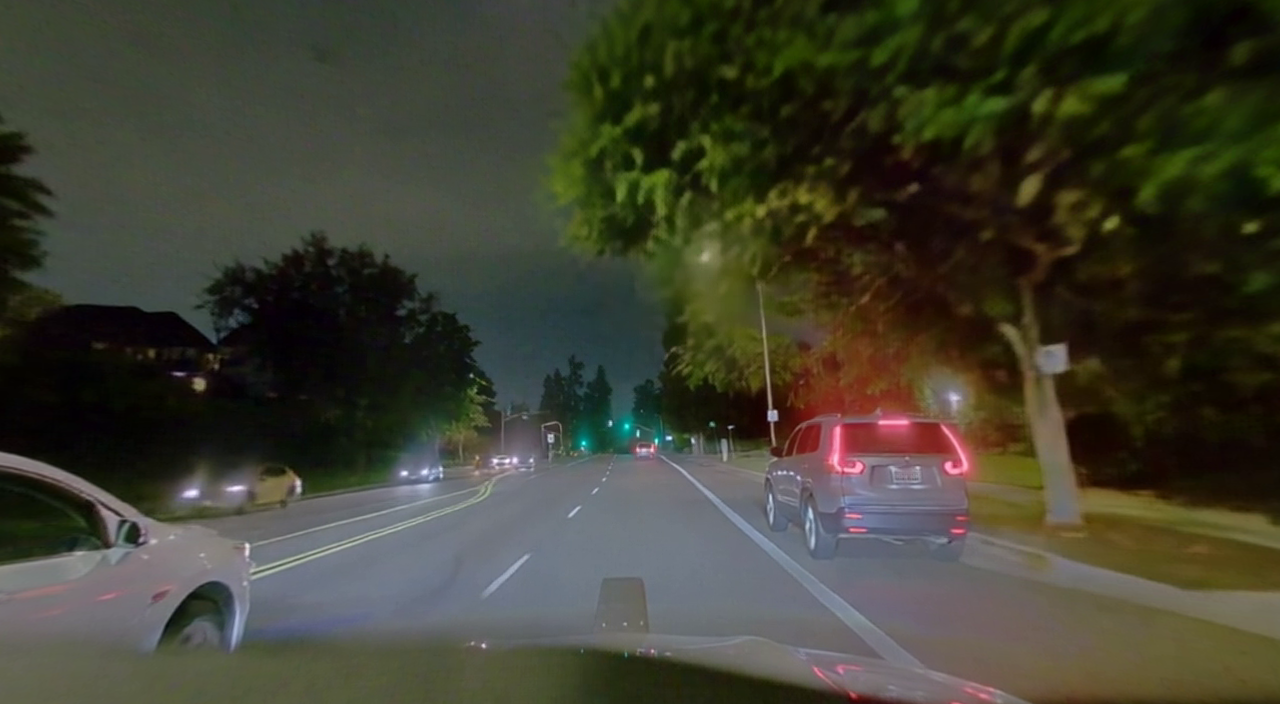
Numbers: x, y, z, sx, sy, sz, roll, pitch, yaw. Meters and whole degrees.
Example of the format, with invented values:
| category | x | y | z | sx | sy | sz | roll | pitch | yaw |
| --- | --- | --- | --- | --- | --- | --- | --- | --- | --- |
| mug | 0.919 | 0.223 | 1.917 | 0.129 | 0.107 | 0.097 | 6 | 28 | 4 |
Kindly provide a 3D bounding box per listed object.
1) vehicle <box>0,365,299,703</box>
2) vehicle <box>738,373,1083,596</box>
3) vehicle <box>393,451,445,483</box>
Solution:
| category | x | y | z | sx | sy | sz | roll | pitch | yaw |
| --- | --- | --- | --- | --- | --- | --- | --- | --- | --- |
| vehicle | -3.333 | 0.836 | 1.891 | 2.058 | 1.659 | 4.514 | -1 | -8 | 0 |
| vehicle | 2.962 | 1.653 | 8.771 | 2.338 | 2.063 | 5.592 | -1 | -8 | 1 |
| vehicle | -13.541 | 7.033 | 38.836 | 1.931 | 1.788 | 4.224 | 0 | -9 | -4 |
